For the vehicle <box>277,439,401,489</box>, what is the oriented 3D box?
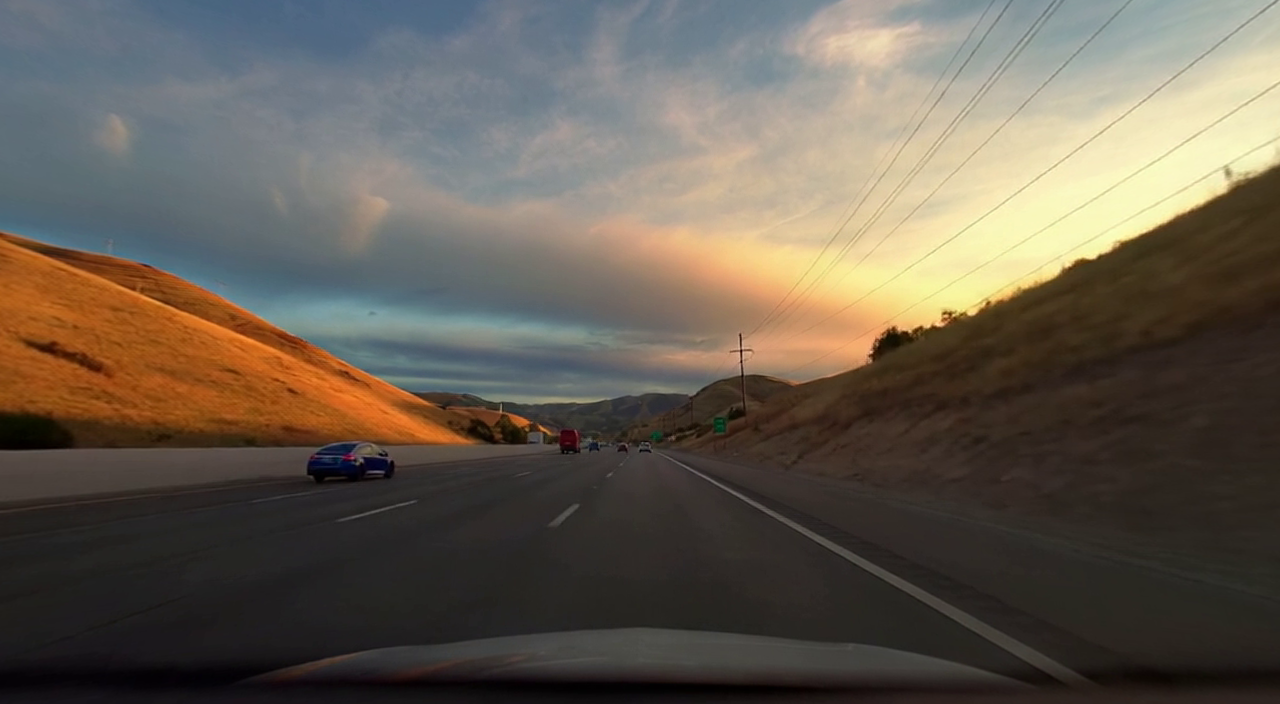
[{"bbox_3d":[-10.409,3.895,22.262,1.971,1.558,4.847,0,-9,0],"label":"vehicle"}]
